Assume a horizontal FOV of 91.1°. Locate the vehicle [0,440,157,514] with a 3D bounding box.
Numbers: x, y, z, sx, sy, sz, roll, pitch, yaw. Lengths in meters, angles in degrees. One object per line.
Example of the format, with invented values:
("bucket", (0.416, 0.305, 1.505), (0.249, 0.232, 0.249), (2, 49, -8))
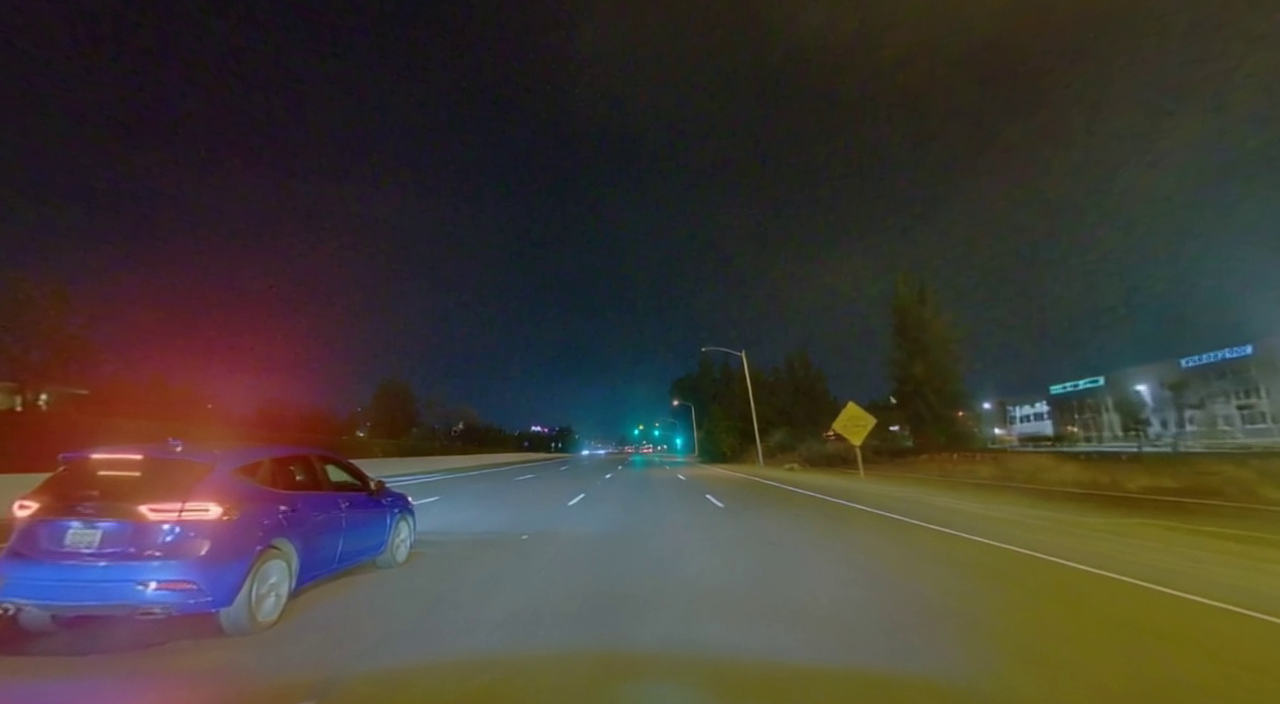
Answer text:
("vehicle", (-14.523, 2.947, 15.259), (2.016, 1.546, 4.353), (0, -9, 1))
